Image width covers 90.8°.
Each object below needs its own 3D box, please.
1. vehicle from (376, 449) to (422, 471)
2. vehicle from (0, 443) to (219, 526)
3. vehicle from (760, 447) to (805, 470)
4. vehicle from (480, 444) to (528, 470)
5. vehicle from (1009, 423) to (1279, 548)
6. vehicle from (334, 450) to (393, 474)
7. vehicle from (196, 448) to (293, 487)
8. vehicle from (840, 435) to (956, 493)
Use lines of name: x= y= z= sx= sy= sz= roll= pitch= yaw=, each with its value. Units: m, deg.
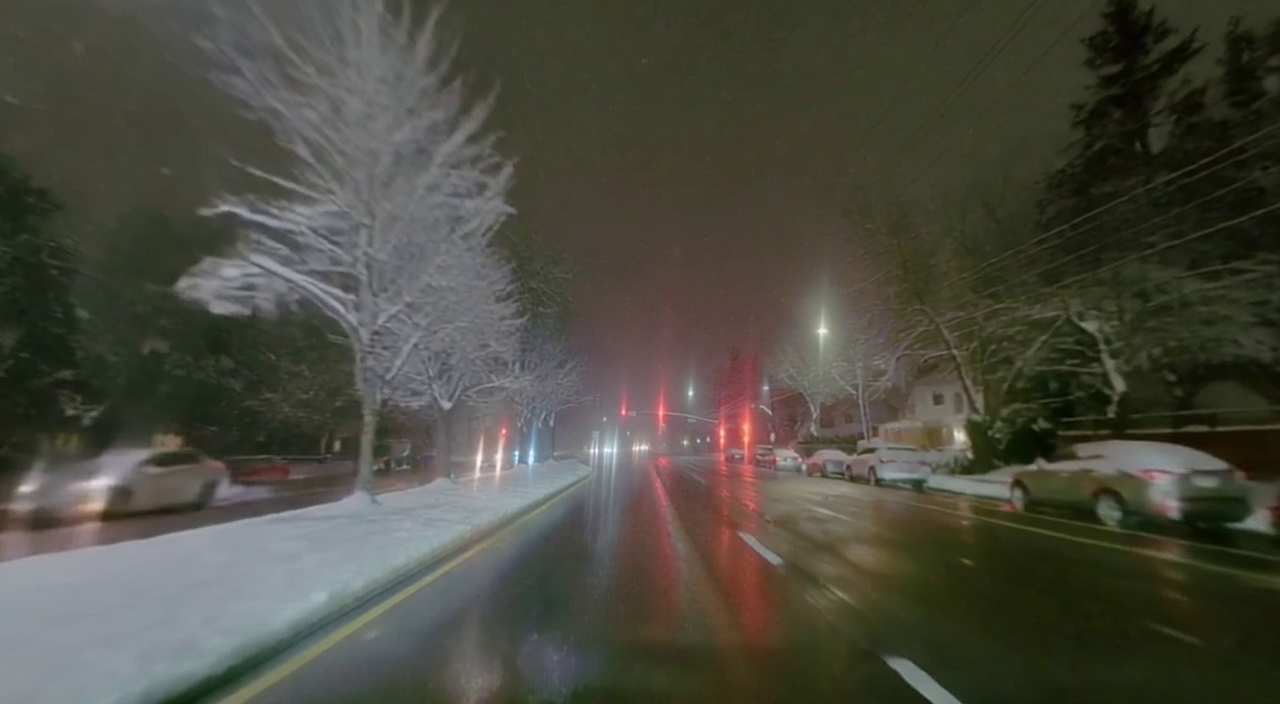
vehicle: x=-18.407 y=8.243 z=48.511 sx=1.728 sy=1.512 sz=4.554 roll=0 pitch=-8 yaw=0
vehicle: x=-11.668 y=2.745 z=13.760 sx=1.826 sy=1.472 sz=4.493 roll=0 pitch=-8 yaw=1
vehicle: x=9.785 y=7.300 z=43.740 sx=1.931 sy=1.473 sz=4.742 roll=0 pitch=-8 yaw=0
vehicle: x=-8.203 y=6.347 z=38.463 sx=1.922 sy=1.486 sz=4.392 roll=0 pitch=-8 yaw=1
vehicle: x=9.990 y=2.453 z=12.471 sx=2.182 sy=1.902 sz=5.406 roll=0 pitch=-8 yaw=1
vehicle: x=-18.306 y=7.282 z=42.070 sx=1.844 sy=1.480 sz=4.729 roll=0 pitch=-8 yaw=-1
vehicle: x=-18.382 y=5.331 z=29.627 sx=1.842 sy=1.660 sz=4.120 roll=0 pitch=-8 yaw=0
vehicle: x=9.839 y=4.308 z=24.735 sx=2.176 sy=1.893 sz=5.744 roll=2 pitch=-8 yaw=0
